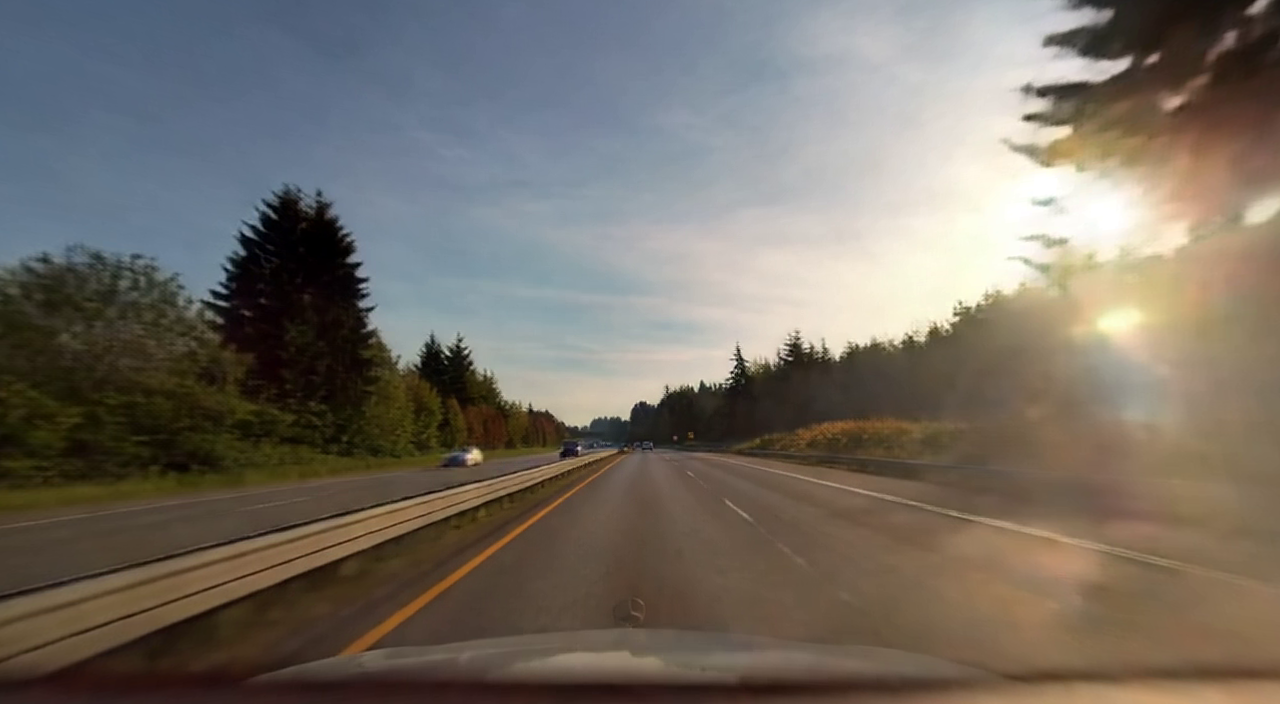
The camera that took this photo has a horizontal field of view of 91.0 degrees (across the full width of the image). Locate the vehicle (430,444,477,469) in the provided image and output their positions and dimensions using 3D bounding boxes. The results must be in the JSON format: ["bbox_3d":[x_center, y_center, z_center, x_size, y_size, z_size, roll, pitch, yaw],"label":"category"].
[{"bbox_3d":[-12.219,6.827,41.357,1.838,1.517,3.901,0,-8,1],"label":"vehicle"}]
